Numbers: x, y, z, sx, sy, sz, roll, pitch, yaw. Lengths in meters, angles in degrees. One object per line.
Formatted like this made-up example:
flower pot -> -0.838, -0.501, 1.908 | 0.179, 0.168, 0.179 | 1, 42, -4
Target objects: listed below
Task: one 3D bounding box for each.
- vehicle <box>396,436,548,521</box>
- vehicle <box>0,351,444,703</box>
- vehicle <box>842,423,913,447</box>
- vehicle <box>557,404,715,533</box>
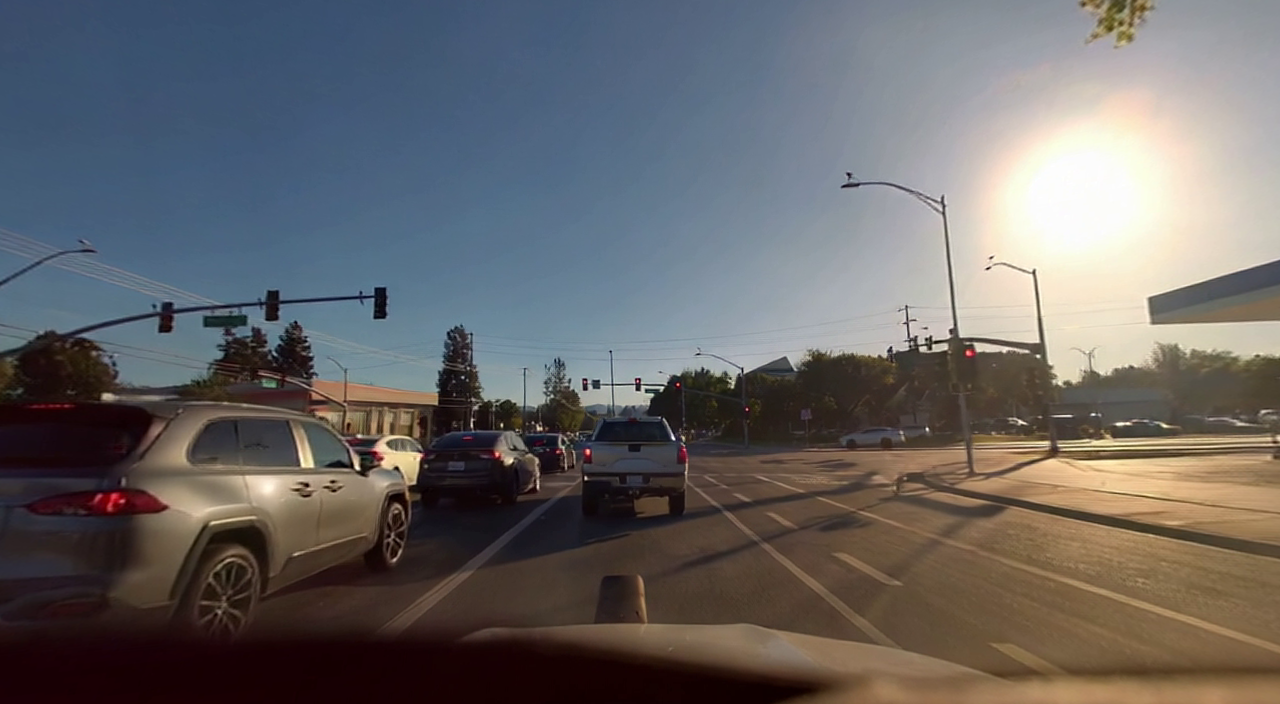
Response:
vehicle -> -3.139, 2.453, 12.767 | 1.881, 1.424, 4.098 | 0, -9, 1
vehicle -> -3.309, 1.163, 5.001 | 2.096, 1.718, 4.266 | 0, -8, 0
vehicle -> 17.850, 6.290, 47.514 | 4.548, 1.730, 2.013 | 1, -9, -10
vehicle -> -0.078, 2.024, 11.522 | 2.224, 1.819, 5.005 | 0, -9, -1
